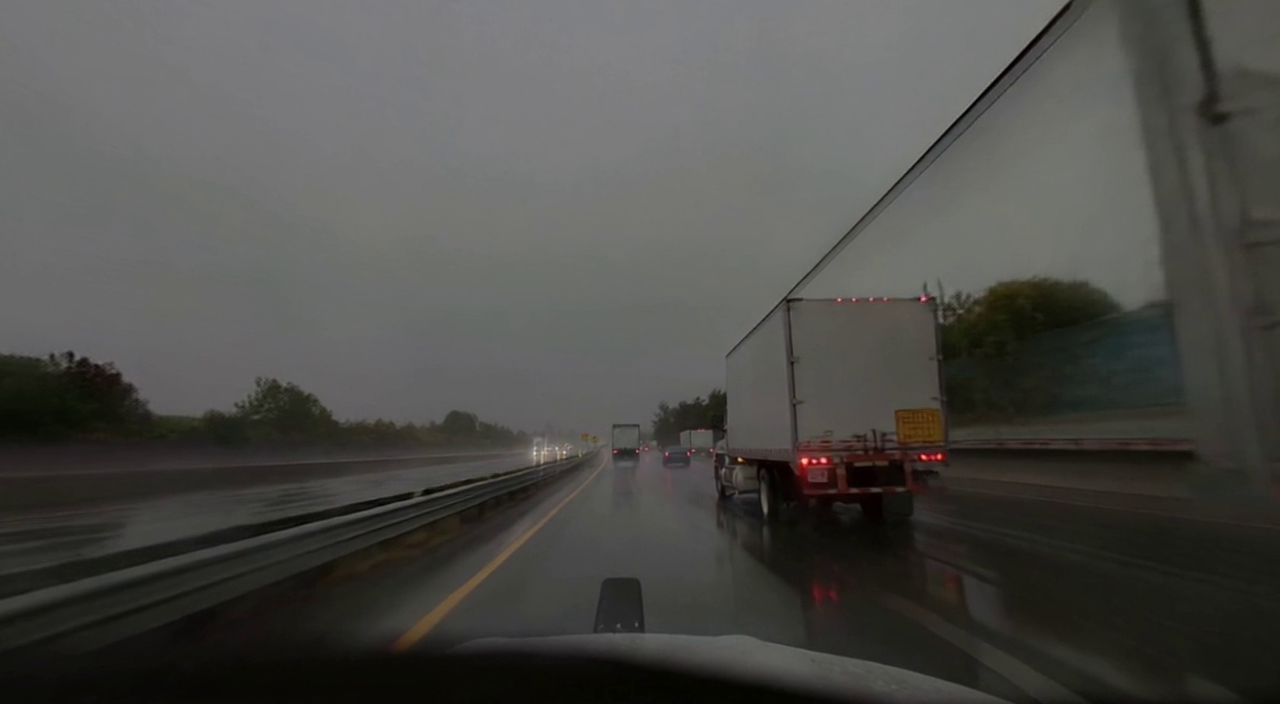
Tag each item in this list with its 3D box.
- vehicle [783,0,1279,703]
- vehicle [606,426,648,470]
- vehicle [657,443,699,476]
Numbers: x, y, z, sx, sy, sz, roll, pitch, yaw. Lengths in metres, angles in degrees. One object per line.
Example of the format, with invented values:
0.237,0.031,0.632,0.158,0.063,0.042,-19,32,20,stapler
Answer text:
3.914,0.261,6.343,2.816,4.086,8.486,0,-9,0,vehicle
-0.780,6.619,43.095,2.506,2.743,6.093,-1,-9,2,vehicle
2.084,5.717,33.603,2.127,1.642,3.899,-1,-9,5,vehicle
